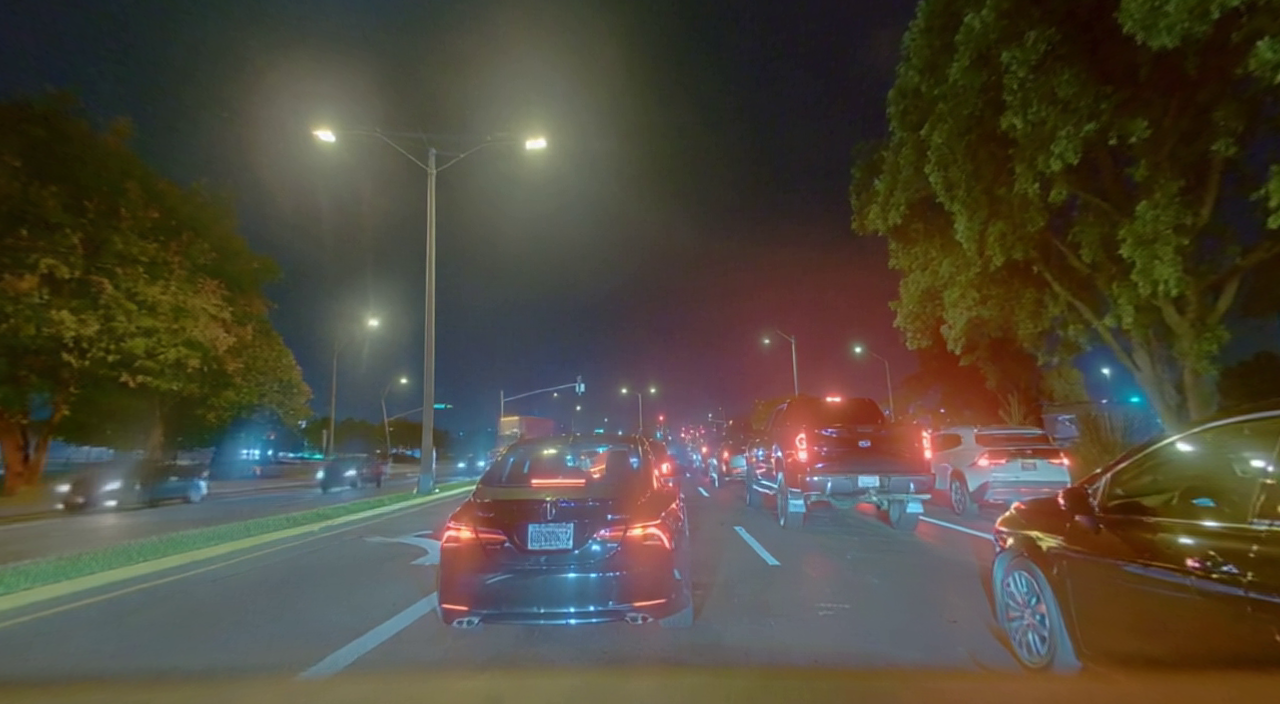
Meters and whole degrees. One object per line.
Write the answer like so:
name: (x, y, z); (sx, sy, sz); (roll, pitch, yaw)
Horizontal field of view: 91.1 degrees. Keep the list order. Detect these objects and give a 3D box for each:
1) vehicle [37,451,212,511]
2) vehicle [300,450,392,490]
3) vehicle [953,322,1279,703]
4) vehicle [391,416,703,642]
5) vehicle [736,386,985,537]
vehicle: (-16.308, 4.061, 20.211); (2.000, 1.656, 4.160); (0, -8, 1)
vehicle: (-12.514, 5.004, 27.022); (1.907, 1.522, 4.115); (0, -9, 1)
vehicle: (3.159, 0.755, 2.072); (1.982, 1.709, 4.427); (0, -9, 1)
vehicle: (-0.575, 1.497, 6.330); (2.111, 1.506, 4.018); (0, -8, 2)
vehicle: (3.518, 1.953, 11.692); (2.444, 2.098, 5.766); (0, -9, -1)
